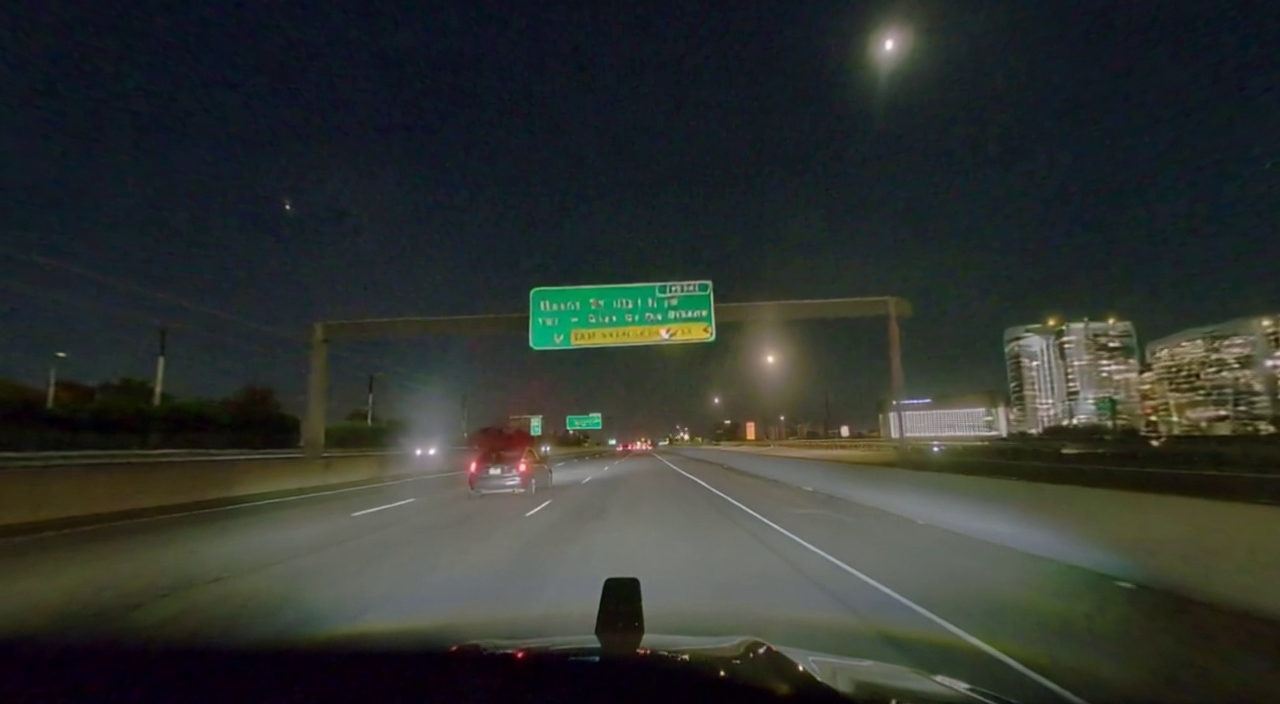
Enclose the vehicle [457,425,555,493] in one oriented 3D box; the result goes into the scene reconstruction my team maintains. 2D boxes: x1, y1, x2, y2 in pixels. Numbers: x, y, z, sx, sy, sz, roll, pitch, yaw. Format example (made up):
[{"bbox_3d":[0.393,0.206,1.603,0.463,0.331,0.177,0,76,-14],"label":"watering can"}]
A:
[{"bbox_3d":[-3.882,3.177,19.107,2.047,1.786,4.217,0,-8,0],"label":"vehicle"}]
